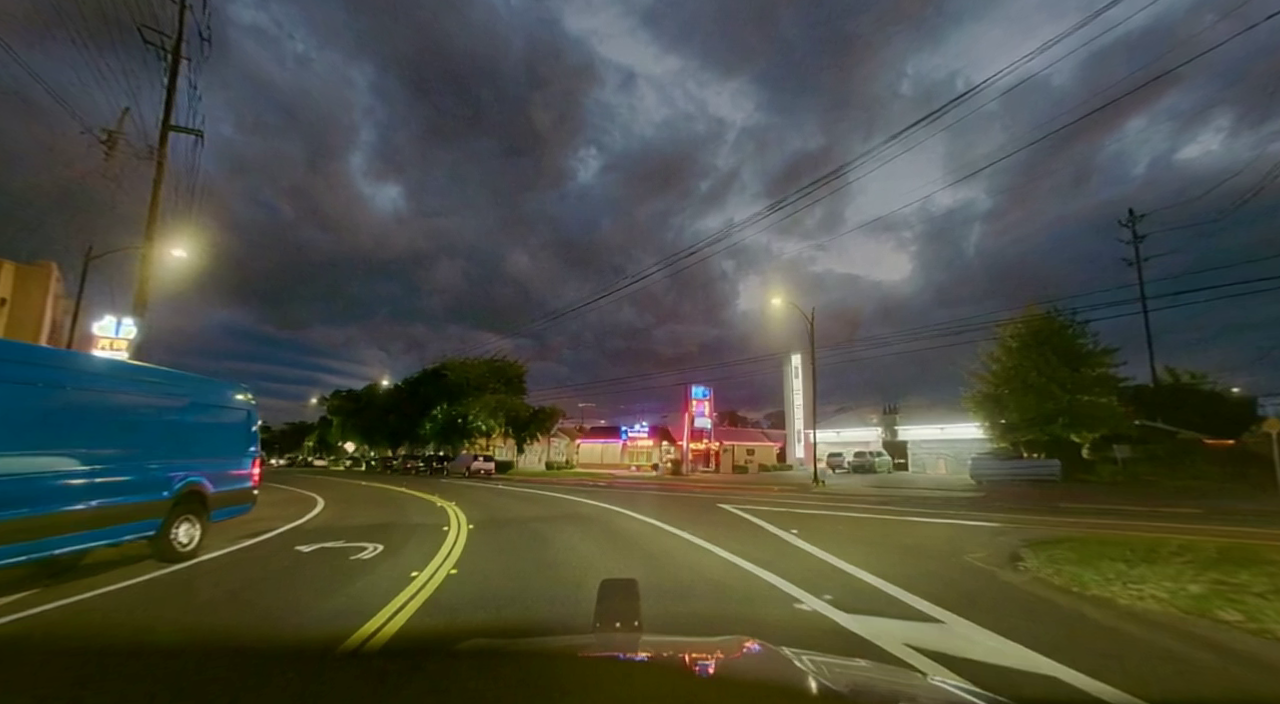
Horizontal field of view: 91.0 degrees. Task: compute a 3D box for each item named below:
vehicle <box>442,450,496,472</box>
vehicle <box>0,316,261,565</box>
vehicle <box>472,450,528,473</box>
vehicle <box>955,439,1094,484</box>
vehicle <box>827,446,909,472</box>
[{"bbox_3d":[-13.169,8.450,48.870,2.057,1.564,4.502,-3,-9,14],"label":"vehicle"},{"bbox_3d":[-11.817,1.618,11.329,3.276,3.922,10.384,-1,-9,1],"label":"vehicle"},{"bbox_3d":[-10.207,8.019,46.341,2.074,1.526,4.853,-3,-9,13],"label":"vehicle"},{"bbox_3d":[16.225,4.601,26.697,4.543,1.744,2.164,0,-9,-7],"label":"vehicle"},{"bbox_3d":[14.599,6.843,40.386,4.454,1.504,1.970,0,-9,-6],"label":"vehicle"}]
